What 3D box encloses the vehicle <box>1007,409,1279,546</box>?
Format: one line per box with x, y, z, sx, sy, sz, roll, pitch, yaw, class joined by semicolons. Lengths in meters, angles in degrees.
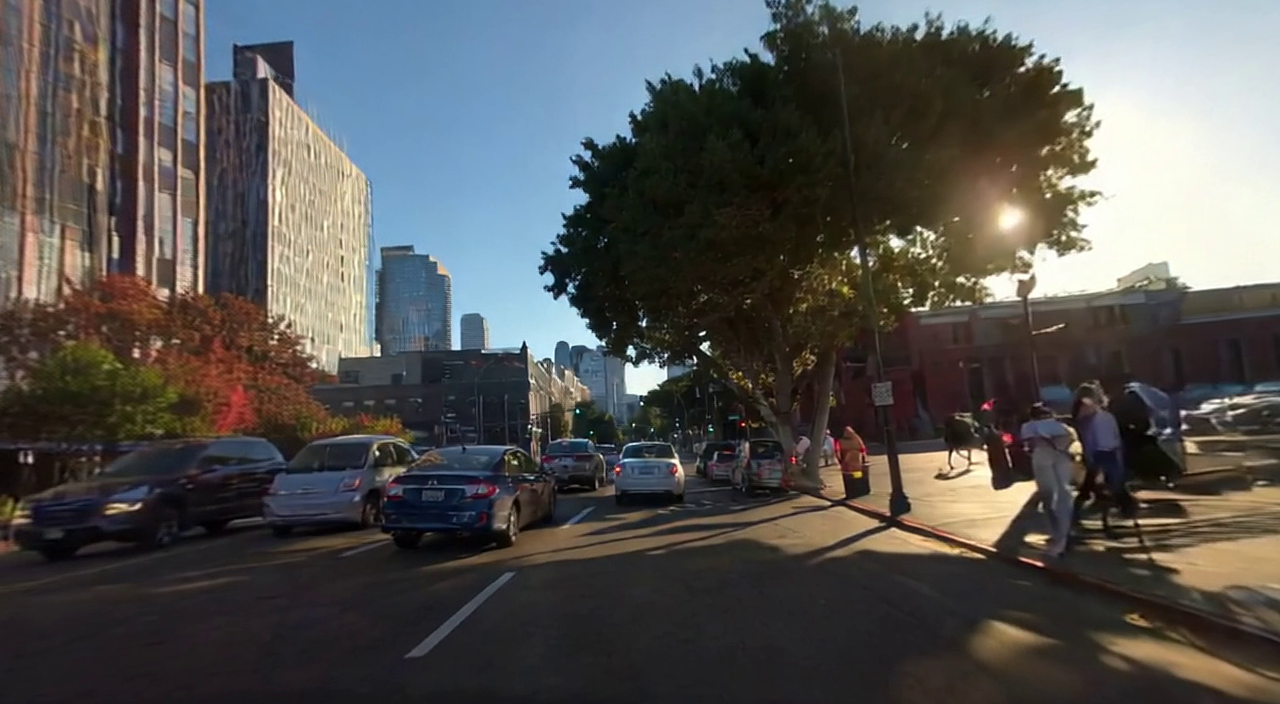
7.722;1.575;8.240;4.586;1.542;1.972;0;-8;1;vehicle

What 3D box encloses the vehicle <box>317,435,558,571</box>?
-2.528;1.987;9.209;1.940;1.481;4.376;0;-8;2;vehicle

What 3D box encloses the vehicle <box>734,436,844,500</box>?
3.886;3.068;17.290;2.065;1.461;4.181;1;-8;1;vehicle

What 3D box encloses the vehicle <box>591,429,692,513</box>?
0.102;2.775;15.210;2.076;1.667;3.948;1;-8;2;vehicle

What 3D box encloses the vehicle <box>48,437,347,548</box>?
-8.679;2.757;13.318;2.401;1.765;5.307;2;-8;0;vehicle

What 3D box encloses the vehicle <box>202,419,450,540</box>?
-5.650;2.344;12.335;2.223;1.874;4.749;0;-8;2;vehicle
